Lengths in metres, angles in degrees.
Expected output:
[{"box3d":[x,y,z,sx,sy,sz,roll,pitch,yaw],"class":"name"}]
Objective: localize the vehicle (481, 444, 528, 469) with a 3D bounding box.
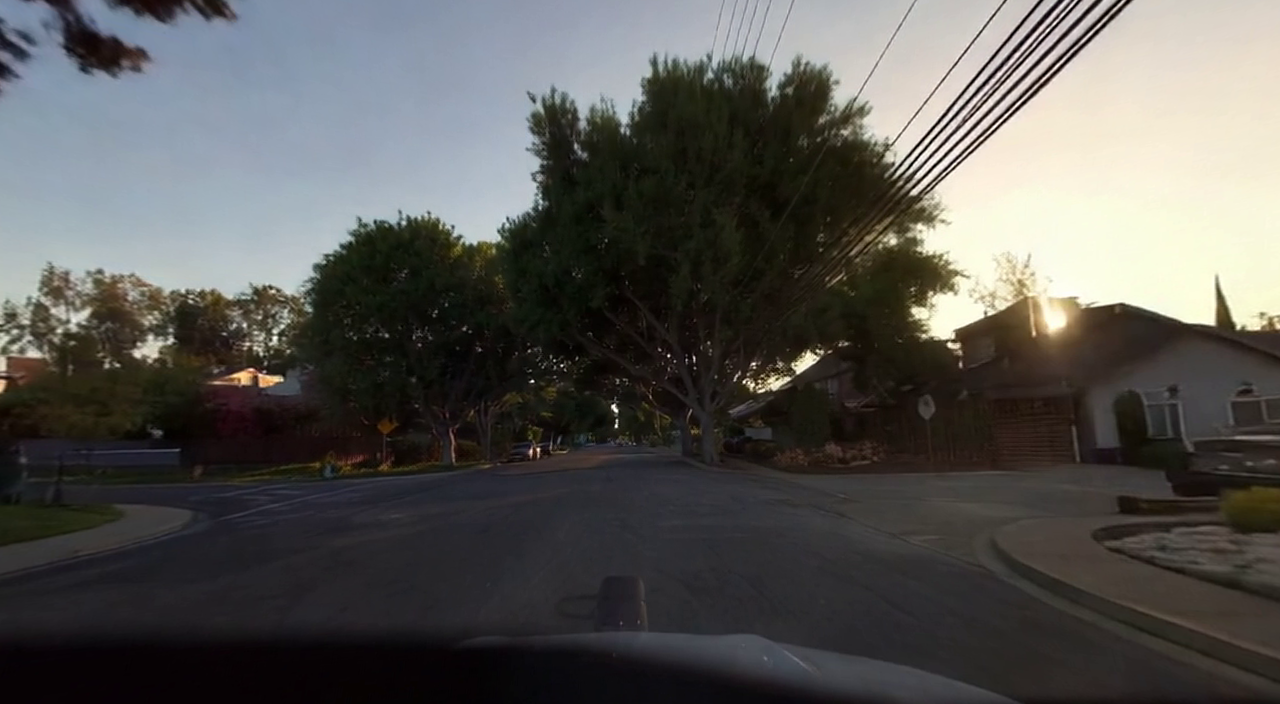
[{"box3d":[-8.566,6.637,40.418,2.095,1.491,4.422,0,-8,-1],"class":"vehicle"}]
